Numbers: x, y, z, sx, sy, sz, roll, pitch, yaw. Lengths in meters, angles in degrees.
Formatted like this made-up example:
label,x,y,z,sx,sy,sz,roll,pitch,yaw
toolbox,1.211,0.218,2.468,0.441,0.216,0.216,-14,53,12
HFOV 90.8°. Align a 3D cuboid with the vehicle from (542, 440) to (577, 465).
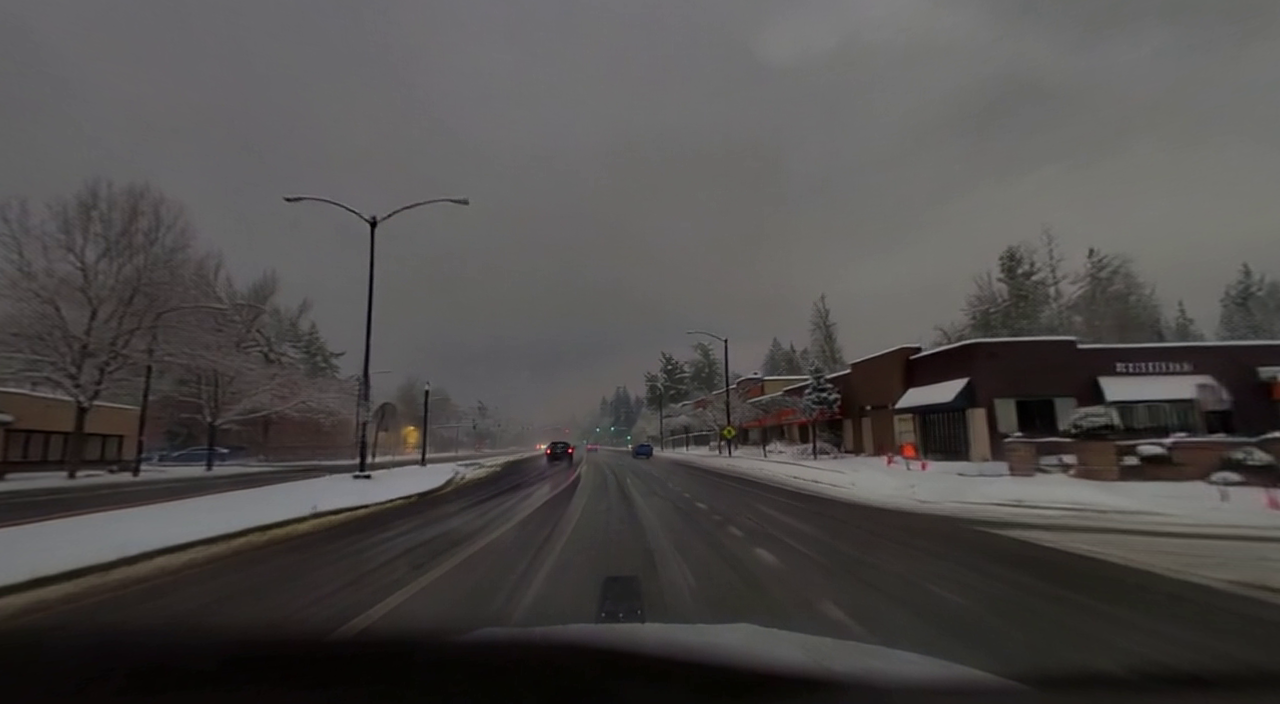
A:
label,x,y,z,sx,sy,sz,roll,pitch,yaw
vehicle,-5.958,7.521,47.351,2.381,1.721,4.186,0,-9,-4
